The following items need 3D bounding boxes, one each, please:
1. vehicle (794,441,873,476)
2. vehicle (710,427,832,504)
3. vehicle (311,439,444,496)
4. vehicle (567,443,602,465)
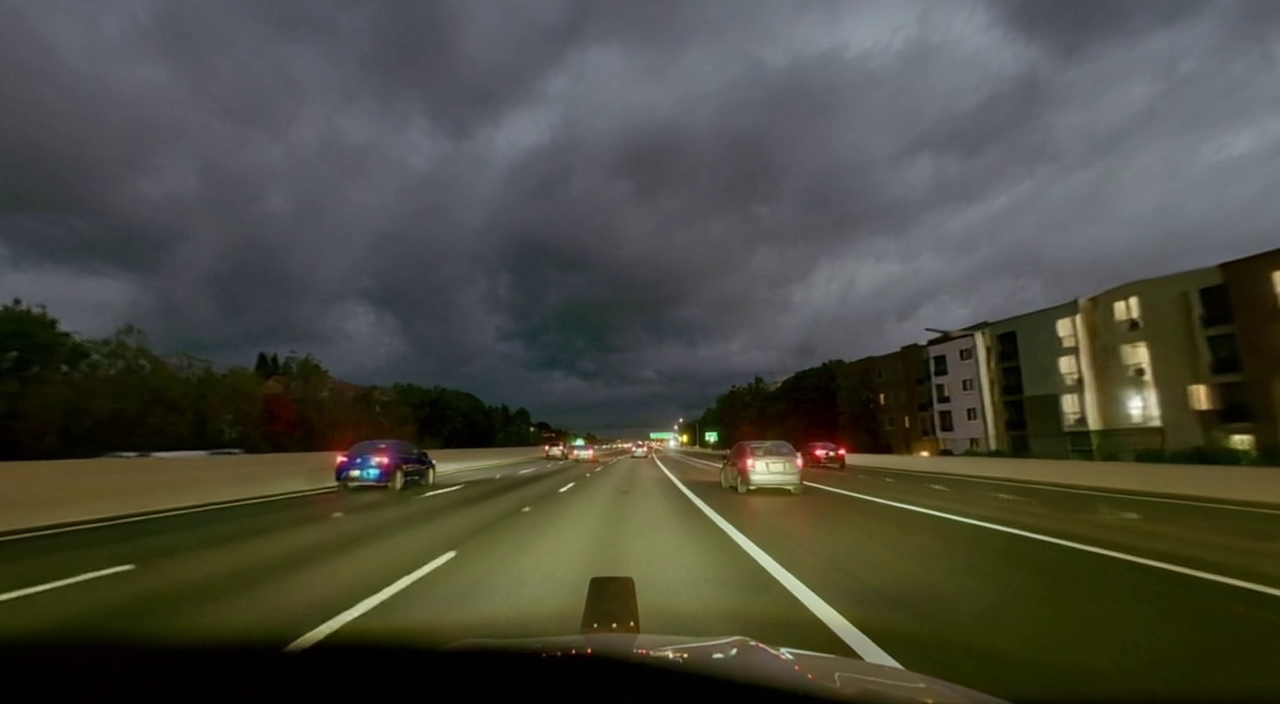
[{"bbox_3d":[8.660,4.790,28.710,2.061,1.459,4.273,0,-9,-3],"label":"vehicle"},{"bbox_3d":[3.154,2.842,16.228,2.080,1.694,4.286,0,-9,-1],"label":"vehicle"},{"bbox_3d":[-7.663,3.399,19.041,2.021,1.496,4.495,0,-9,1],"label":"vehicle"},{"bbox_3d":[-3.781,6.999,43.525,2.002,1.466,4.378,0,-9,0],"label":"vehicle"}]
